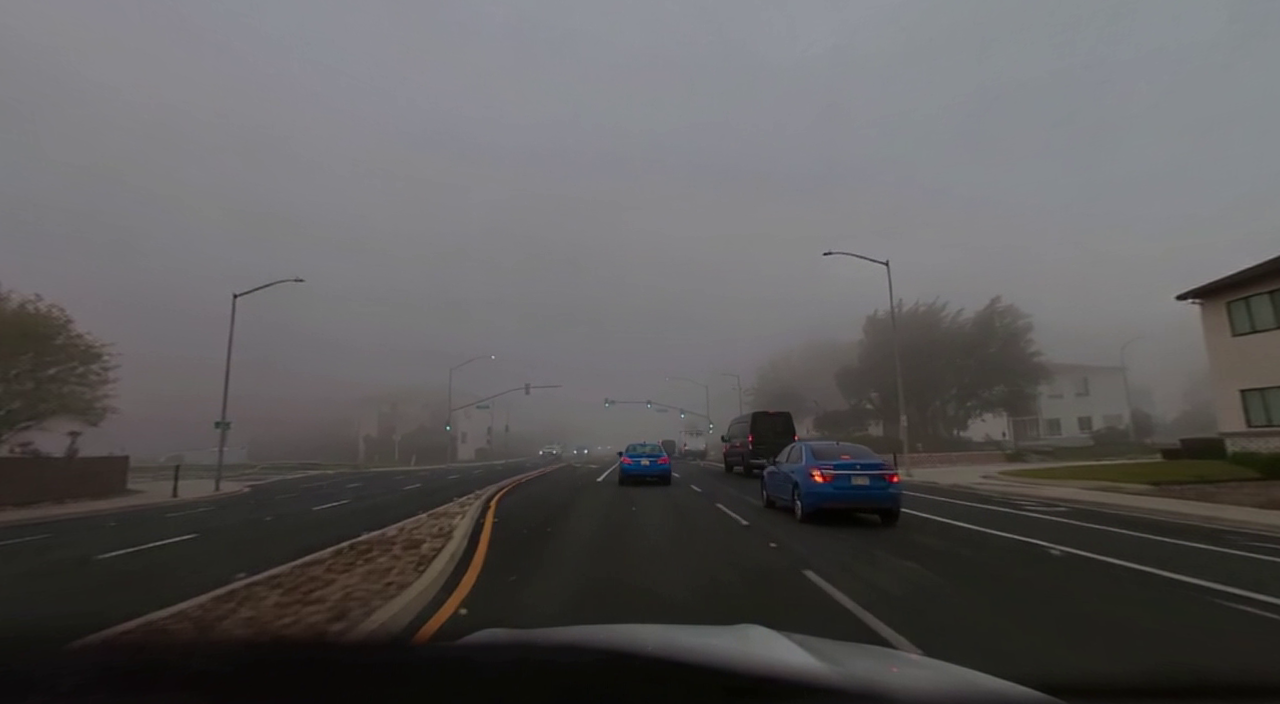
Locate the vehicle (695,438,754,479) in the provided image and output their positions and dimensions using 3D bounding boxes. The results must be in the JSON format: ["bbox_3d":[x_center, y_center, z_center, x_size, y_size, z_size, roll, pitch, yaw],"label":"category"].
[{"bbox_3d":[3.327,4.257,25.510,1.775,1.499,3.488,0,-9,-2],"label":"vehicle"}]

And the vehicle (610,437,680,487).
[{"bbox_3d":[0.122,3.607,21.003,2.093,1.497,4.010,0,-9,-1],"label":"vehicle"}]

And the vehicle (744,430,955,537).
[{"bbox_3d":[3.409,2.244,11.460,2.161,1.519,4.568,0,-9,-1],"label":"vehicle"}]
